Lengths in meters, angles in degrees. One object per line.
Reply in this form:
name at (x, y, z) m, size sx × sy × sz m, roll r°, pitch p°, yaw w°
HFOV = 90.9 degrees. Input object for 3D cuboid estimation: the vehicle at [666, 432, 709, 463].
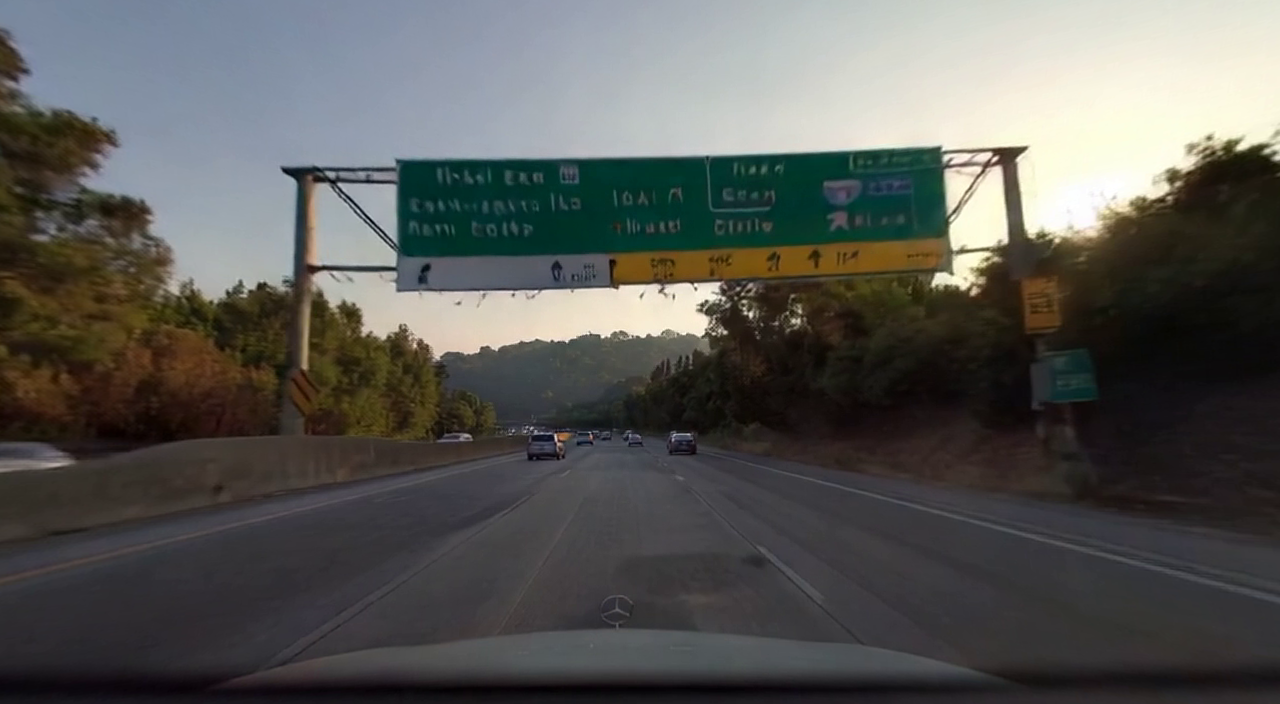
vehicle at (2.361, 4.771, 31.845) m, size 1.869 × 1.466 × 3.356 m, roll 0°, pitch -8°, yaw -1°

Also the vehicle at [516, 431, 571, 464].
vehicle at (-4.741, 4.739, 31.651) m, size 2.023 × 1.512 × 4.804 m, roll 0°, pitch -8°, yaw 0°
